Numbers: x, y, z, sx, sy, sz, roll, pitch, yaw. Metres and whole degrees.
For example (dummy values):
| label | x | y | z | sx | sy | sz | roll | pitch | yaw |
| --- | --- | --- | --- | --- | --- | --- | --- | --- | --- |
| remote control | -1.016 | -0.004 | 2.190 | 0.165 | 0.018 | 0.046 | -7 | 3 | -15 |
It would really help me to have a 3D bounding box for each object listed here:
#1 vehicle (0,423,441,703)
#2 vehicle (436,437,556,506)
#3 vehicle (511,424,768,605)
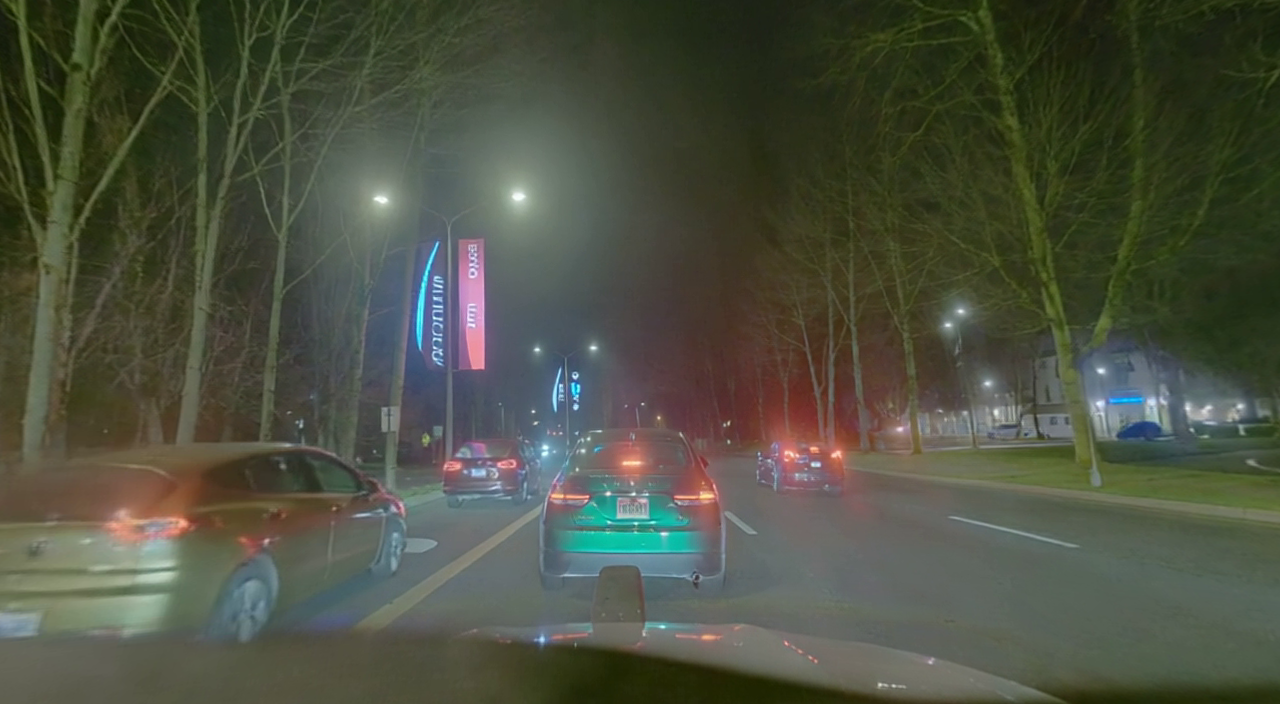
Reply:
| label | x | y | z | sx | sy | sz | roll | pitch | yaw |
| --- | --- | --- | --- | --- | --- | --- | --- | --- | --- |
| vehicle | -3.352 | 1.402 | 5.337 | 1.952 | 1.431 | 4.383 | 0 | -8 | -1 |
| vehicle | -3.459 | 2.947 | 16.098 | 1.961 | 1.487 | 4.453 | 0 | -8 | 1 |
| vehicle | -0.062 | 1.642 | 7.292 | 2.126 | 1.475 | 3.967 | 0 | -8 | -2 |
